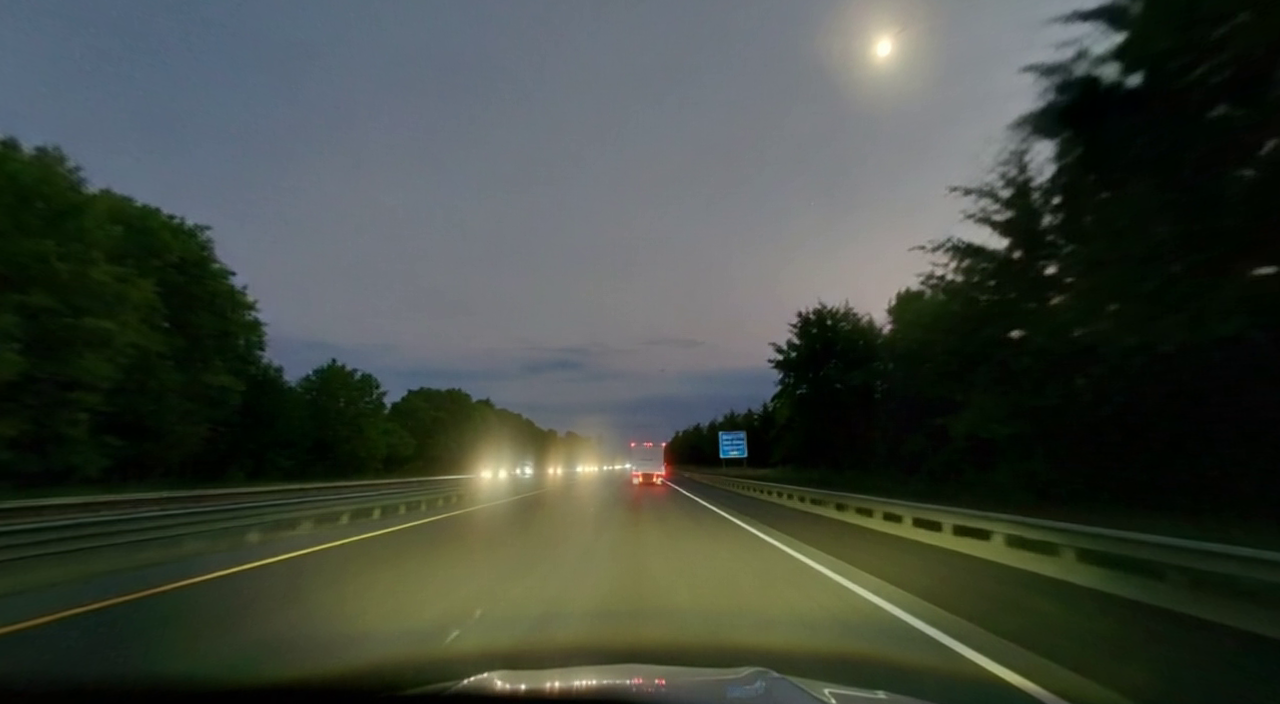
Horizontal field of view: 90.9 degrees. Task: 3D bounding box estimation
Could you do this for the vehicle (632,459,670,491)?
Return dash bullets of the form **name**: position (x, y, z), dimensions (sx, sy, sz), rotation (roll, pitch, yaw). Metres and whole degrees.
- **vehicle**: position (0.620, 7.088, 36.338), dimensions (2.048, 1.663, 4.377), rotation (1, -10, 0)
